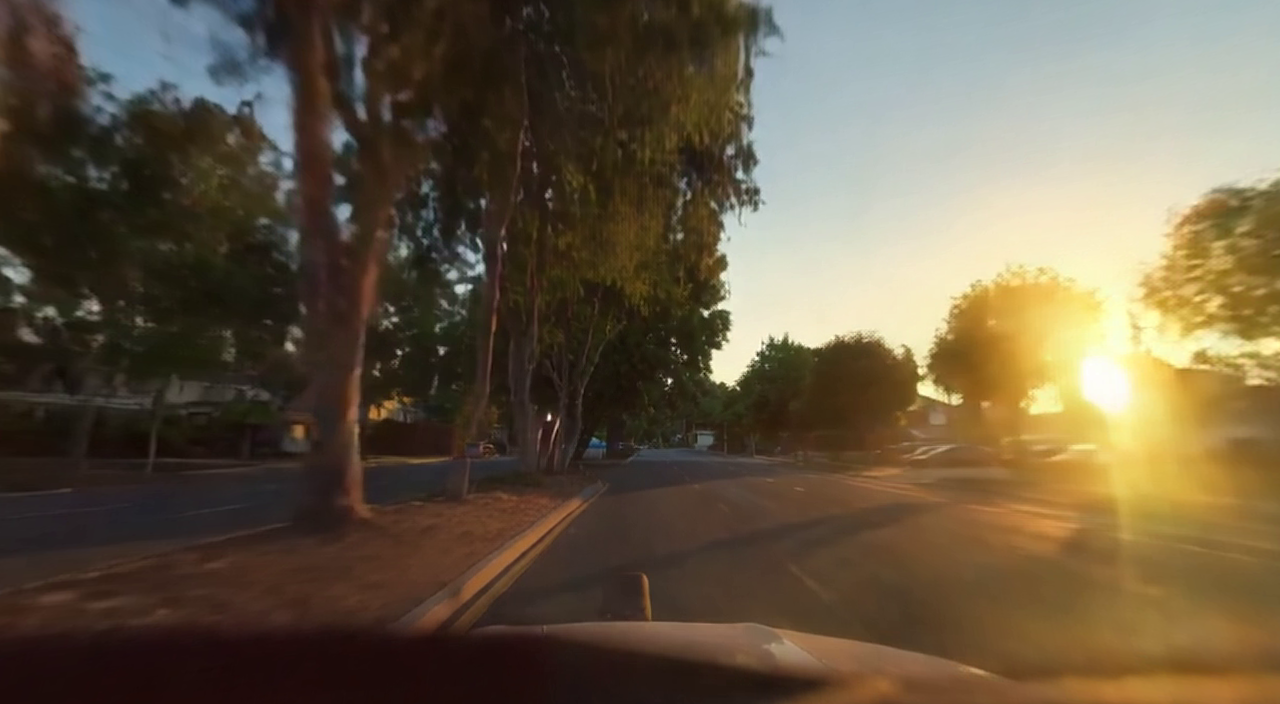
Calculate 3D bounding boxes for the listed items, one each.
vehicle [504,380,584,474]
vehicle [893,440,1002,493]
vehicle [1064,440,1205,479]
[{"bbox_3d":[-4.008,3.268,27.263,3.008,3.786,3.422,0,-8,-2],"label":"vehicle"},{"bbox_3d":[11.324,4.204,23.612,1.976,1.780,4.352,0,-8,1],"label":"vehicle"},{"bbox_3d":[22.421,4.858,28.749,4.570,1.521,2.029,1,-8,7],"label":"vehicle"}]
